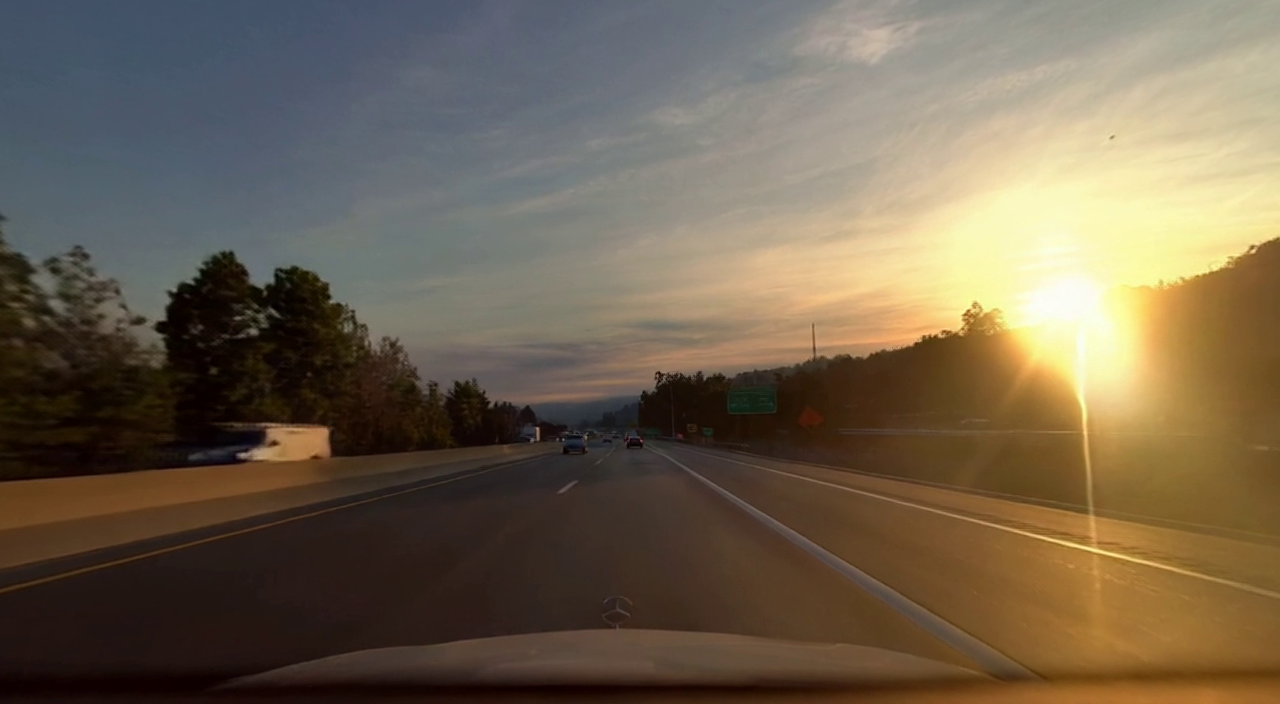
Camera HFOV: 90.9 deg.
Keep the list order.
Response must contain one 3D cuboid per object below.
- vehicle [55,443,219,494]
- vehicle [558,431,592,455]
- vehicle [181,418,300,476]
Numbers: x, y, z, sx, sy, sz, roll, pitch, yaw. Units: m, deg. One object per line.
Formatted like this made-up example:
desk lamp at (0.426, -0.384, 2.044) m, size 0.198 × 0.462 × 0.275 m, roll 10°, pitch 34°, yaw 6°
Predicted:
vehicle at (-16.570, 3.823, 21.115) m, size 1.800 × 1.475 × 4.489 m, roll 0°, pitch -8°, yaw -1°
vehicle at (-4.578, 6.524, 45.124) m, size 2.003 × 1.626 × 4.256 m, roll 0°, pitch -8°, yaw 0°
vehicle at (-16.633, 3.969, 26.522) m, size 2.184 × 2.216 × 4.156 m, roll 0°, pitch -8°, yaw 0°
